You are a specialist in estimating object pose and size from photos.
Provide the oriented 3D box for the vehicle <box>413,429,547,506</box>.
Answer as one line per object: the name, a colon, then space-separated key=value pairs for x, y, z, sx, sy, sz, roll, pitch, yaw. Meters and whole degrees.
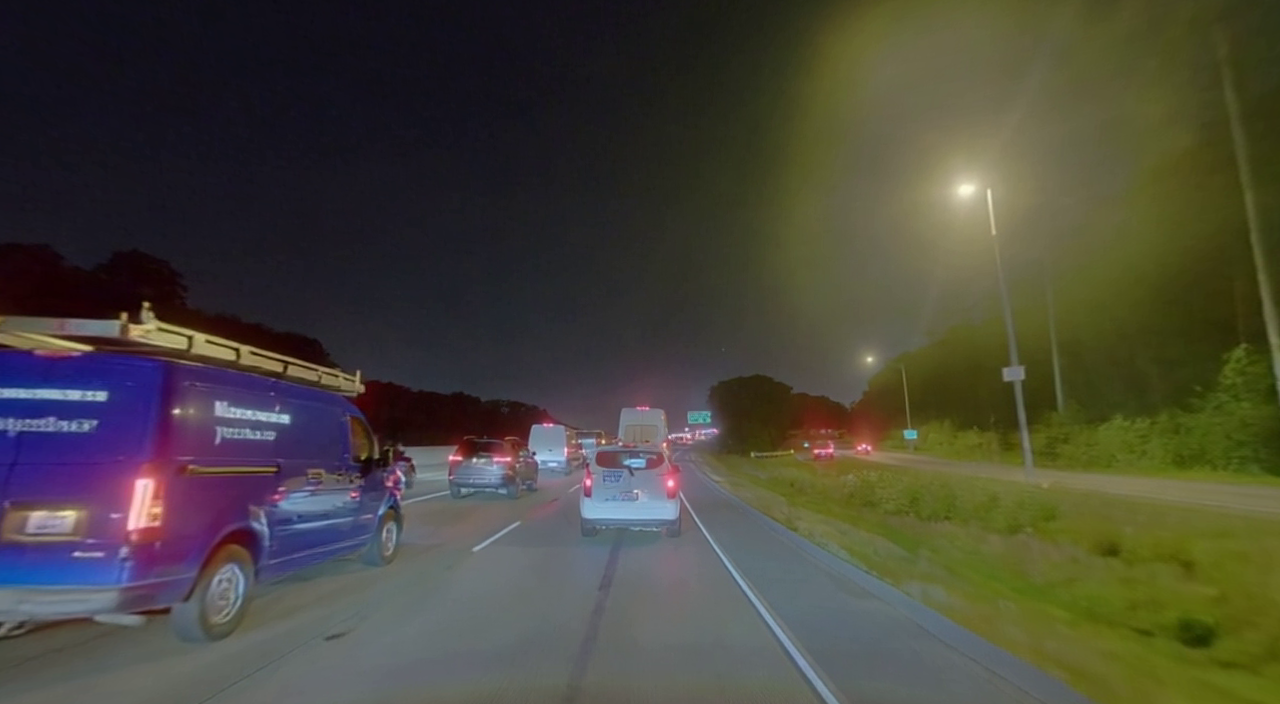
vehicle: x=-3.853 y=2.866 z=16.021 sx=2.114 sy=1.657 sz=4.432 roll=0 pitch=-8 yaw=2

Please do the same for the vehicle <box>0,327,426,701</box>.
vehicle: x=-3.862 y=1.164 z=5.641 sx=2.142 sy=1.952 sz=4.556 roll=0 pitch=-8 yaw=1

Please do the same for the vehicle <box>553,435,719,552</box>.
vehicle: x=-0.051 y=2.057 z=9.849 sx=2.054 sy=1.421 sz=4.090 roll=0 pitch=-8 yaw=0
